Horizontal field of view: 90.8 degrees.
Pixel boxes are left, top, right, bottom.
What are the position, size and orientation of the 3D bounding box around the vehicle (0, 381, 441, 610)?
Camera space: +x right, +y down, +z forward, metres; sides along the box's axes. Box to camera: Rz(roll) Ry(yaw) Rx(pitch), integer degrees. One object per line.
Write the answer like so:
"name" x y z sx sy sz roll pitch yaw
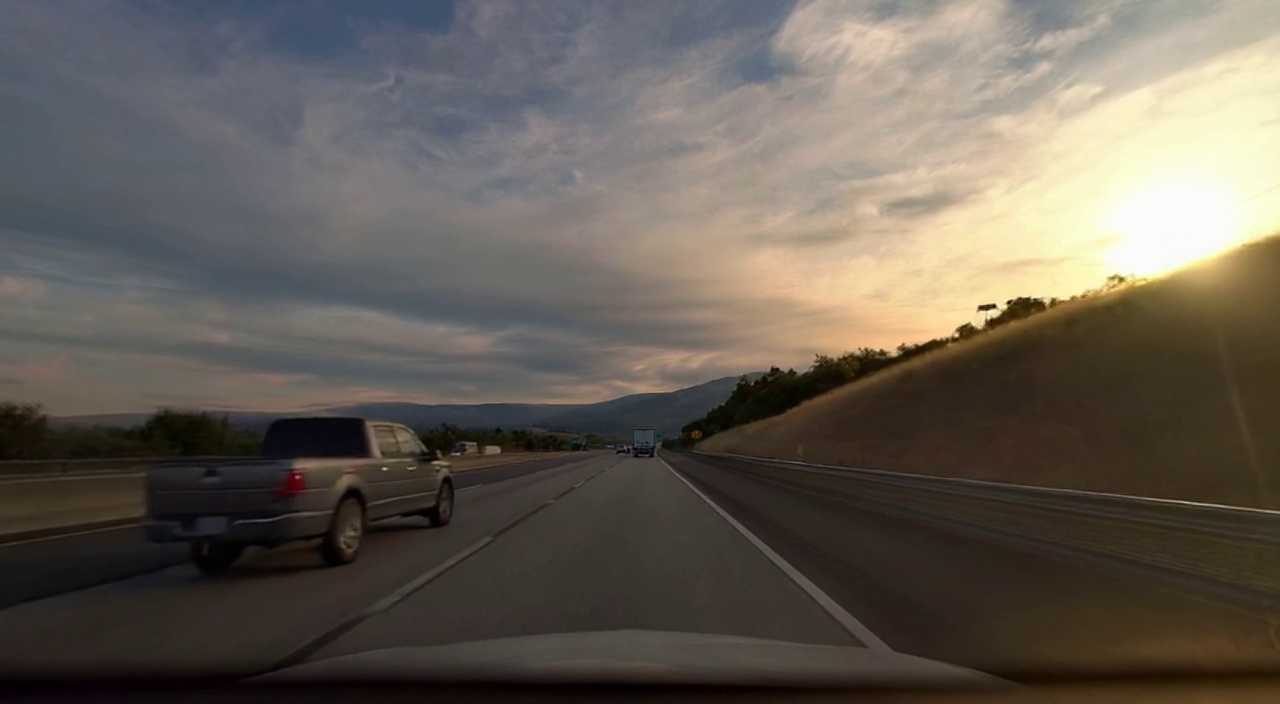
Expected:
"vehicle" -3.961 1.385 6.834 2.216 1.678 4.204 0 -9 0
